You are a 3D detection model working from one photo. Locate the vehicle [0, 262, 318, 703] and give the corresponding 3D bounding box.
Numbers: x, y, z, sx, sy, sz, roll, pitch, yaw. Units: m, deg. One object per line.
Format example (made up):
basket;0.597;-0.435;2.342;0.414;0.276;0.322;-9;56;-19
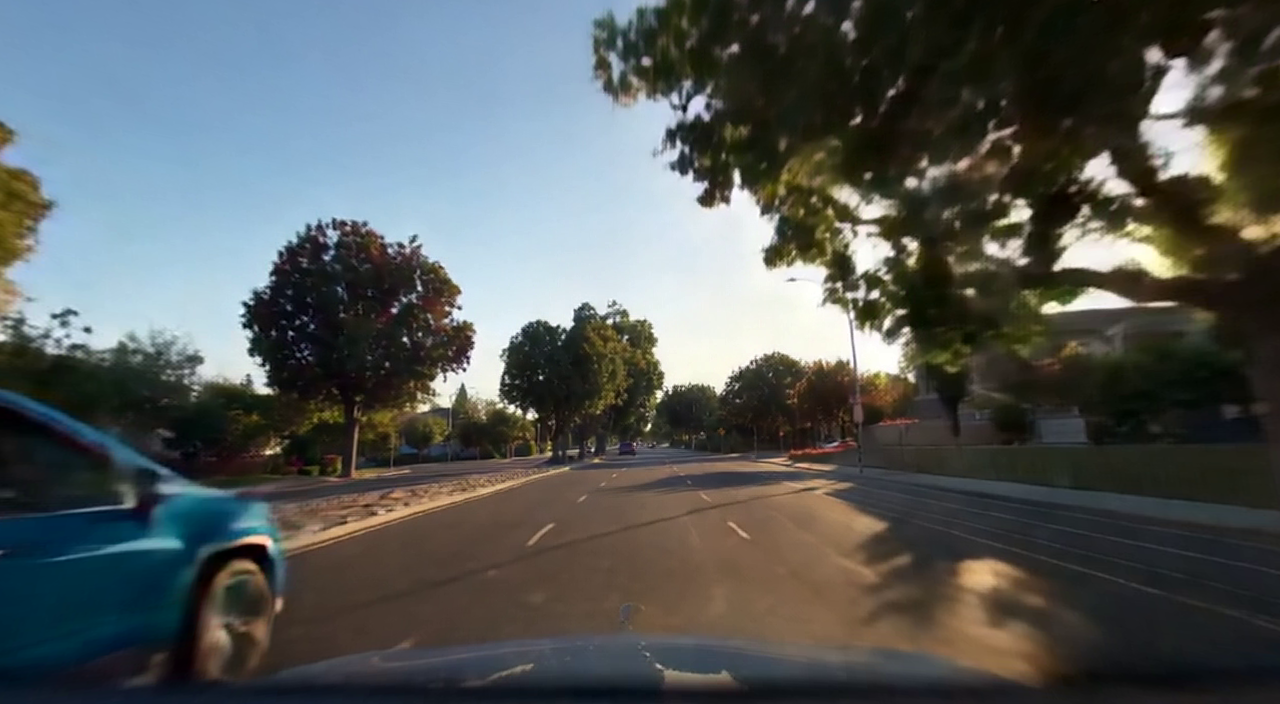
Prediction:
vehicle;-3.135;0.571;1.448;2.179;1.851;4.756;0;-8;1
